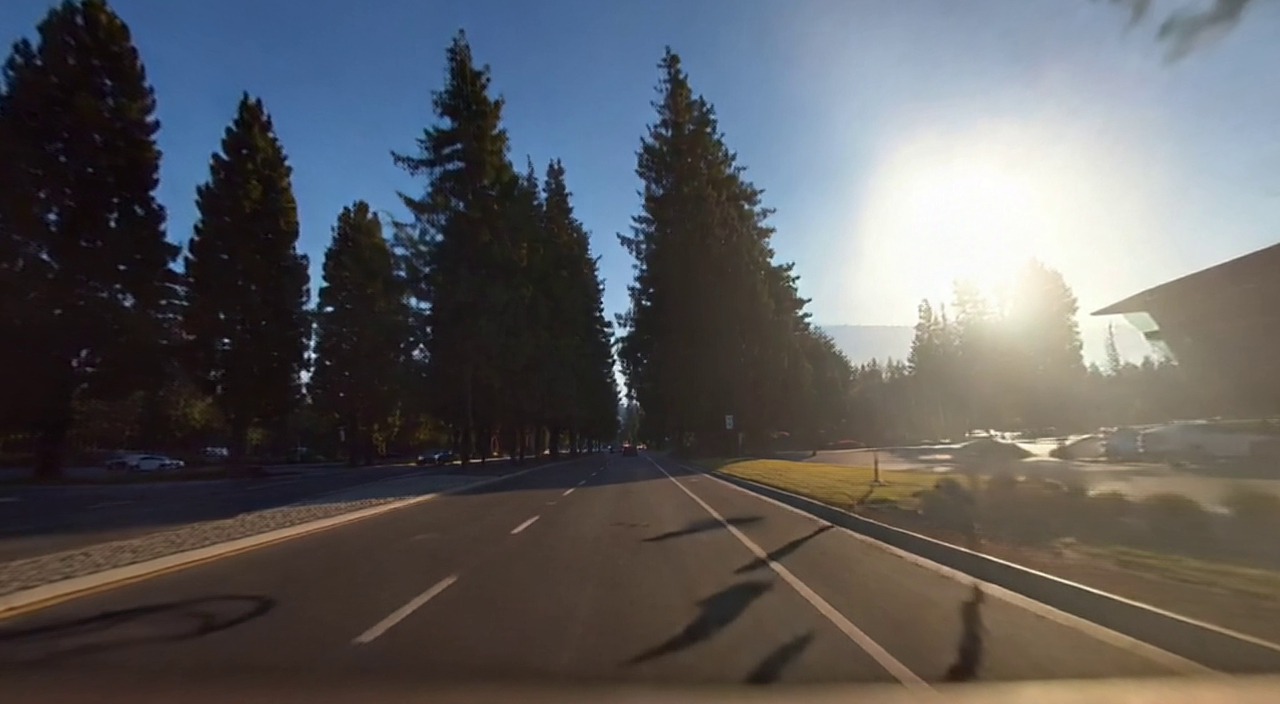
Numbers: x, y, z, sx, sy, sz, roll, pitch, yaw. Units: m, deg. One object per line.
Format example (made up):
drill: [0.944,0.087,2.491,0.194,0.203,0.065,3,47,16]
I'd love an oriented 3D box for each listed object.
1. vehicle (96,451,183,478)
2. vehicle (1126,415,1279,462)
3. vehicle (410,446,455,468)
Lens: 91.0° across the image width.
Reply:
vehicle: [-34.491,7.733,43.455,4.423,1.705,1.772,-1,-9,-1]
vehicle: [24.450,3.792,27.401,4.814,1.804,1.980,-1,-10,-2]
vehicle: [-15.603,7.908,47.602,1.862,1.507,4.424,0,-9,0]
